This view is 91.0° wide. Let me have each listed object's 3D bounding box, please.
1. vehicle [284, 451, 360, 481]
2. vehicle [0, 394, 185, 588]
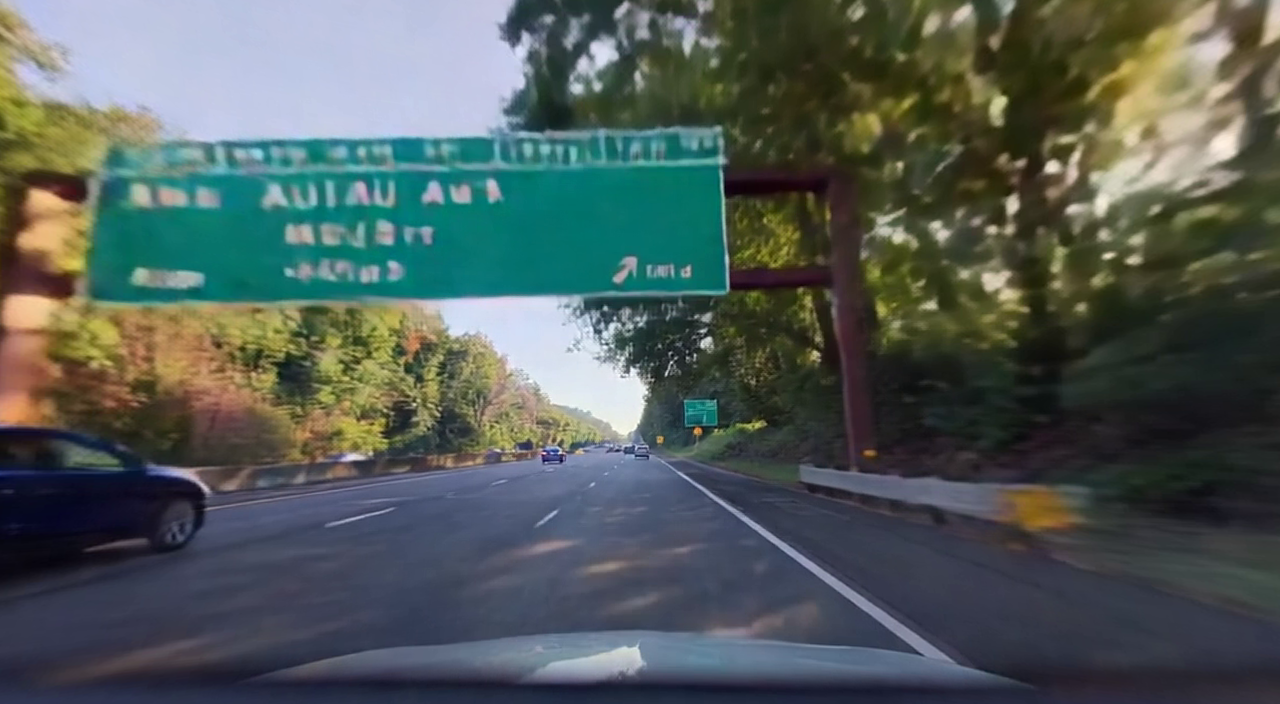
[{"bbox_3d":[-17.539,6.278,35.017,1.847,1.484,4.412,0,-9,1],"label":"vehicle"},{"bbox_3d":[-7.165,1.307,5.904,2.253,1.815,4.618,0,-9,1],"label":"vehicle"}]
